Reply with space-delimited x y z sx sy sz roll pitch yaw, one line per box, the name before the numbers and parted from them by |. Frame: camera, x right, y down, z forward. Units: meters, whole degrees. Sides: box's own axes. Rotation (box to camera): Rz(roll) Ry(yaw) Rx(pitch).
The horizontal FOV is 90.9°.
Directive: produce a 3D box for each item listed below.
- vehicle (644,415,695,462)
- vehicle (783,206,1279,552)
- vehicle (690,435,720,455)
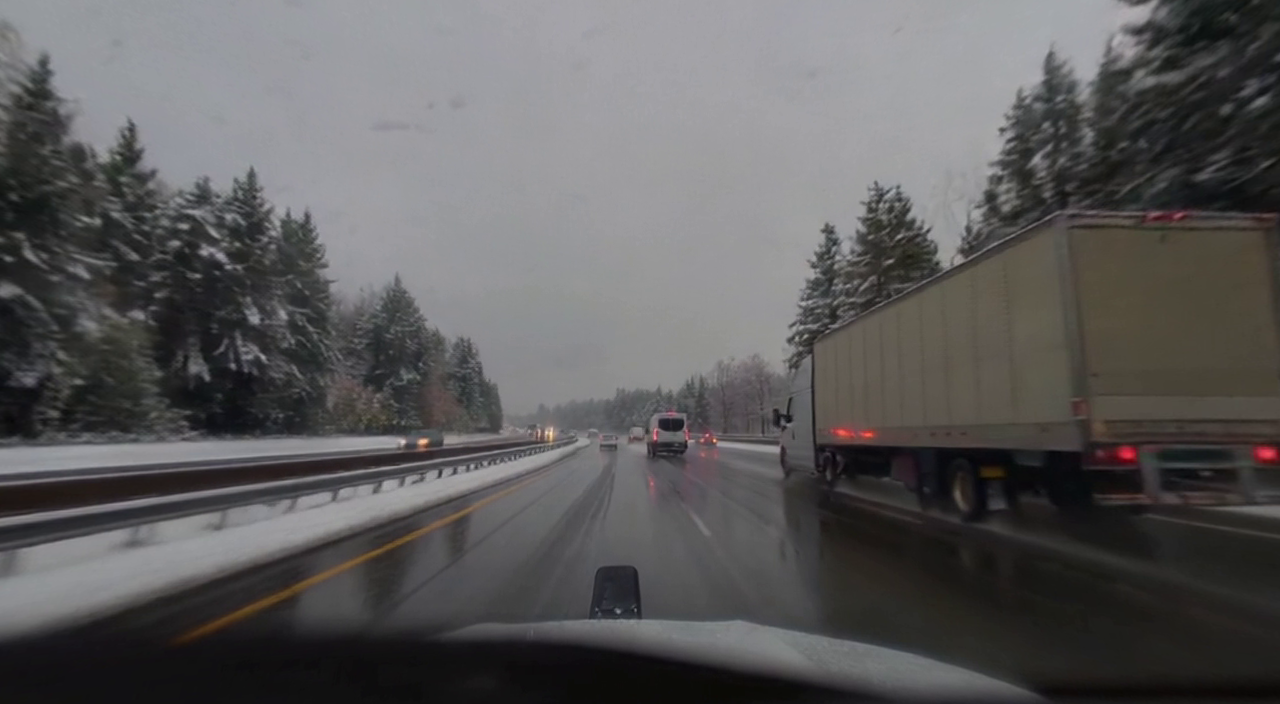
vehicle | 1.600 4.991 36.600 2.436 2.521 5.409 0 -8 -3
vehicle | 6.412 1.162 14.318 2.904 4.054 14.017 0 -8 -1
vehicle | 4.954 7.194 48.718 1.821 1.468 3.805 0 -8 -2
